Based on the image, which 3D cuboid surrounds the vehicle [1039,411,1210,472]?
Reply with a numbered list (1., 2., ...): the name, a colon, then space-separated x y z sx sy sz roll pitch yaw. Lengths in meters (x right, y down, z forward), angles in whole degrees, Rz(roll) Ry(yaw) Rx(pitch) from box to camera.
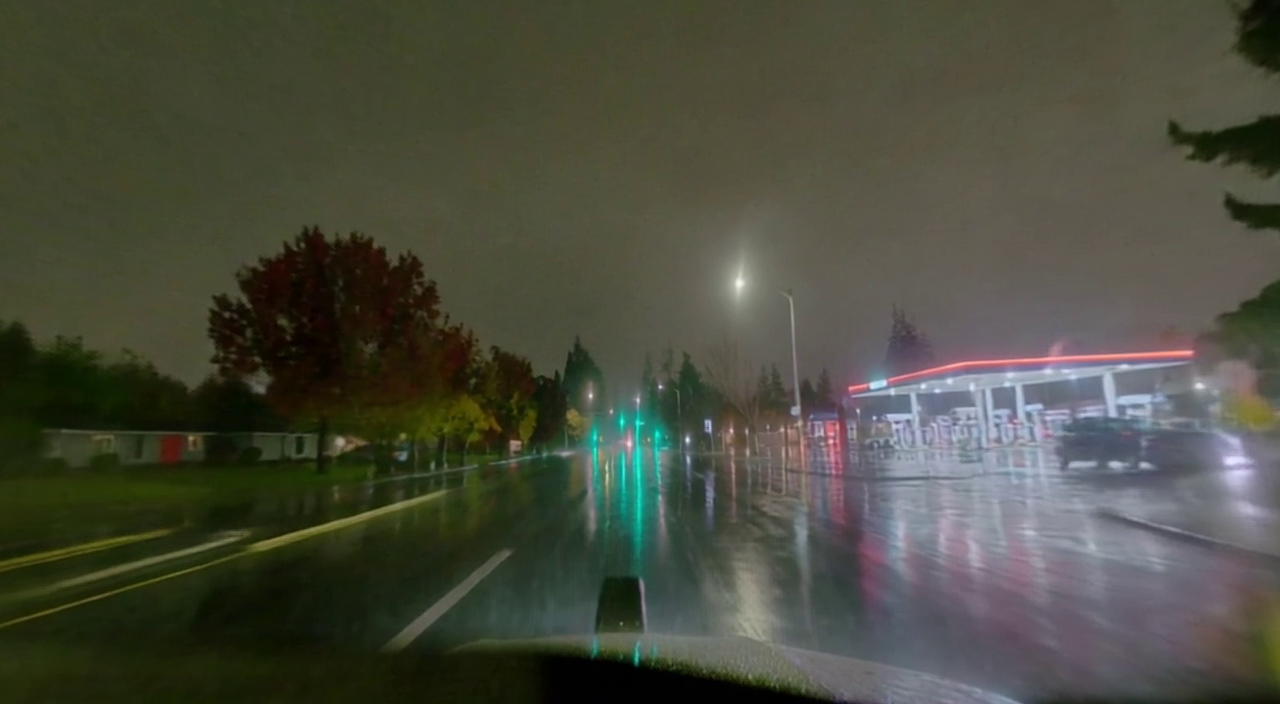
1. vehicle: 17.366 3.231 23.093 2.314 1.921 5.069 -1 -7 2
